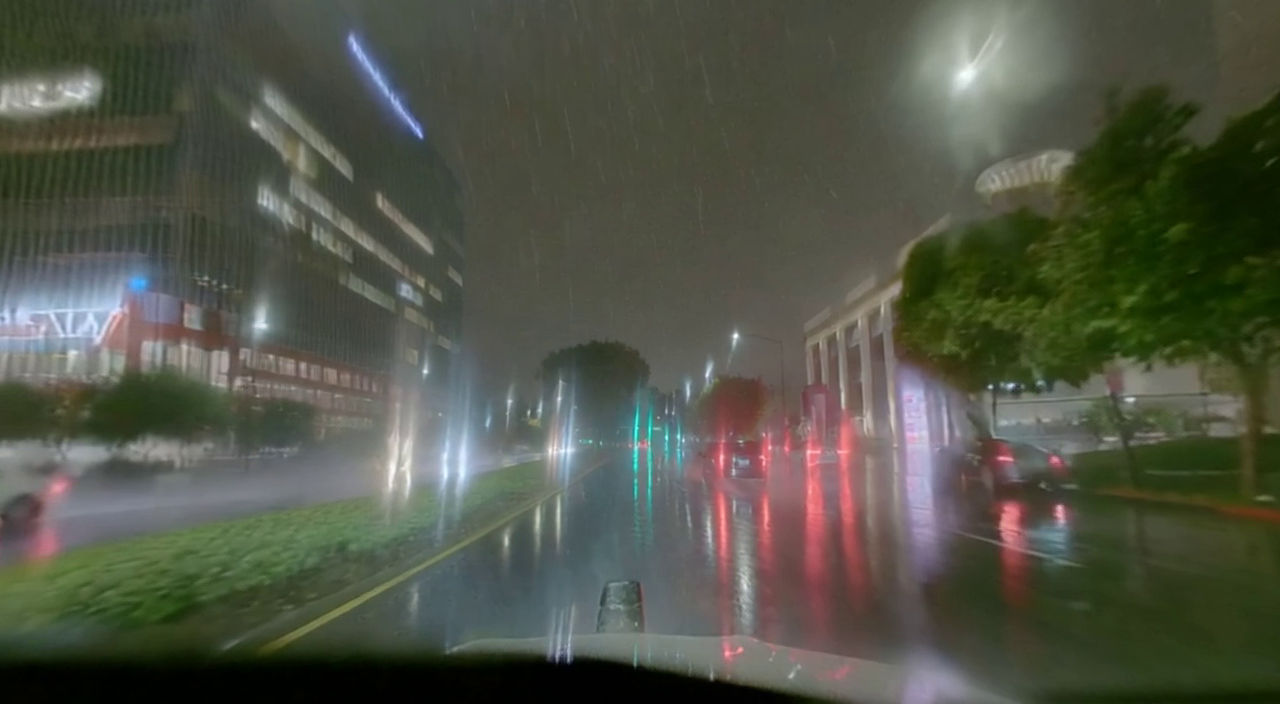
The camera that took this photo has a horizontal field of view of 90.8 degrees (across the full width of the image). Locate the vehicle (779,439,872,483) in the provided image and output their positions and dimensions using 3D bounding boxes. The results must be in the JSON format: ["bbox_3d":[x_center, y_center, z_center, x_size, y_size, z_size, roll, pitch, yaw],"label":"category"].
[{"bbox_3d":[6.541,3.870,22.794,1.912,1.411,4.380,0,-8,-2],"label":"vehicle"}]

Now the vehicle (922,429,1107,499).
[{"bbox_3d":[9.772,2.966,17.140,1.952,1.574,5.052,0,-8,1],"label":"vehicle"}]

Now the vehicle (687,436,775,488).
[{"bbox_3d":[2.872,3.597,21.007,2.131,1.491,4.496,0,-8,-2],"label":"vehicle"}]
